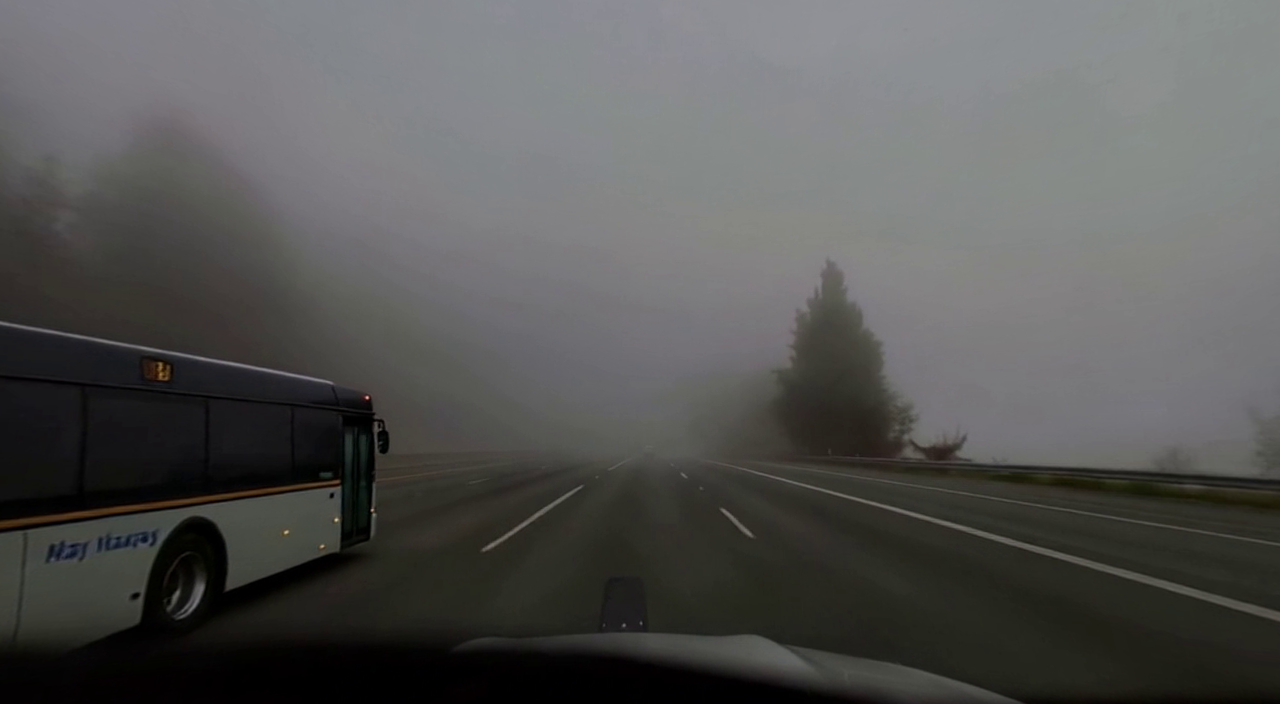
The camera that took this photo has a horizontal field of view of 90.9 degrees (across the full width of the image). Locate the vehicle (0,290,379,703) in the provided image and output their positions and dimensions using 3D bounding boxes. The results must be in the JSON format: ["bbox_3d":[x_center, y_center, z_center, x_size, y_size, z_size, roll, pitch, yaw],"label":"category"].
[{"bbox_3d":[-4.047,0.929,4.422,2.127,1.985,5.205,-1,-8,1],"label":"vehicle"}]
